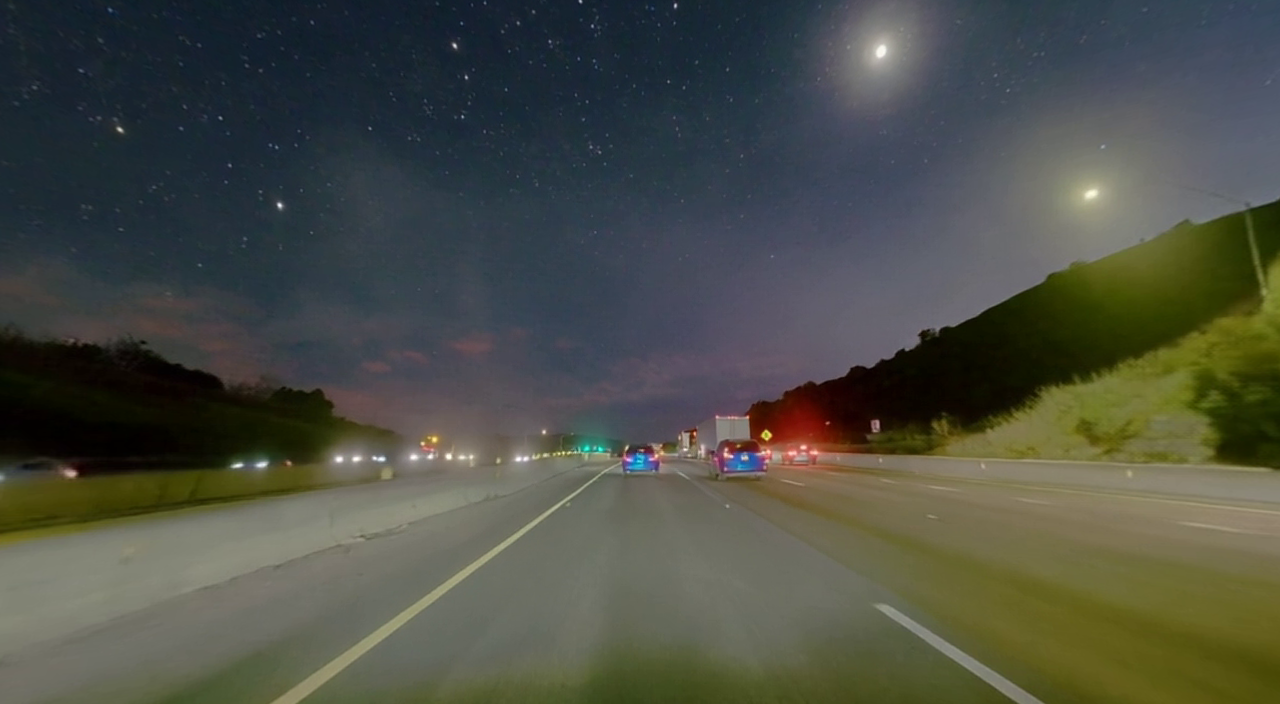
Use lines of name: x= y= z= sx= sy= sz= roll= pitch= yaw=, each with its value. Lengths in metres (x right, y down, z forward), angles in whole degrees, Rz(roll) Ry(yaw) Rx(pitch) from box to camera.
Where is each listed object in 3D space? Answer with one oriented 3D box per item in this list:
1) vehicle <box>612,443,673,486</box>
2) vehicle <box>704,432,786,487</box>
vehicle: x=0.056 y=4.188 z=23.776 sx=2.083 sy=1.477 sz=3.965 roll=0 pitch=-9 yaw=-1
vehicle: x=3.736 y=3.931 z=23.363 sx=2.098 sy=1.794 sz=4.561 roll=0 pitch=-9 yaw=-2
